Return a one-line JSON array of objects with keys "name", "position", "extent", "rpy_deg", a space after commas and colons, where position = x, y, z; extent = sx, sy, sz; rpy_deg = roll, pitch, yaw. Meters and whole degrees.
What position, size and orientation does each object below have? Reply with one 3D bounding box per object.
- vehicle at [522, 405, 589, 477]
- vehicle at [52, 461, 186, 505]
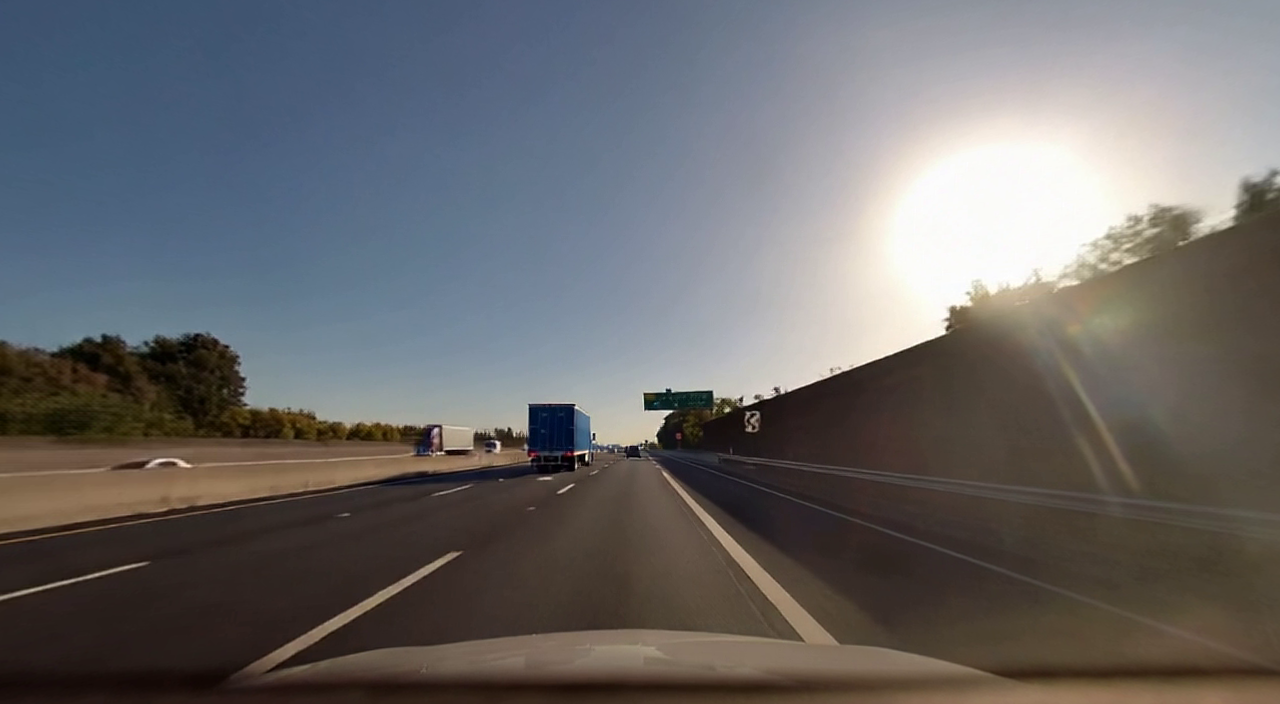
[{"name": "vehicle", "position": [-4.442, 4.931, 34.719], "extent": [2.707, 3.461, 7.191], "rpy_deg": [0, -9, 0]}, {"name": "vehicle", "position": [-19.899, 4.987, 24.355], "extent": [1.712, 1.416, 3.996], "rpy_deg": [0, -9, 1]}]
